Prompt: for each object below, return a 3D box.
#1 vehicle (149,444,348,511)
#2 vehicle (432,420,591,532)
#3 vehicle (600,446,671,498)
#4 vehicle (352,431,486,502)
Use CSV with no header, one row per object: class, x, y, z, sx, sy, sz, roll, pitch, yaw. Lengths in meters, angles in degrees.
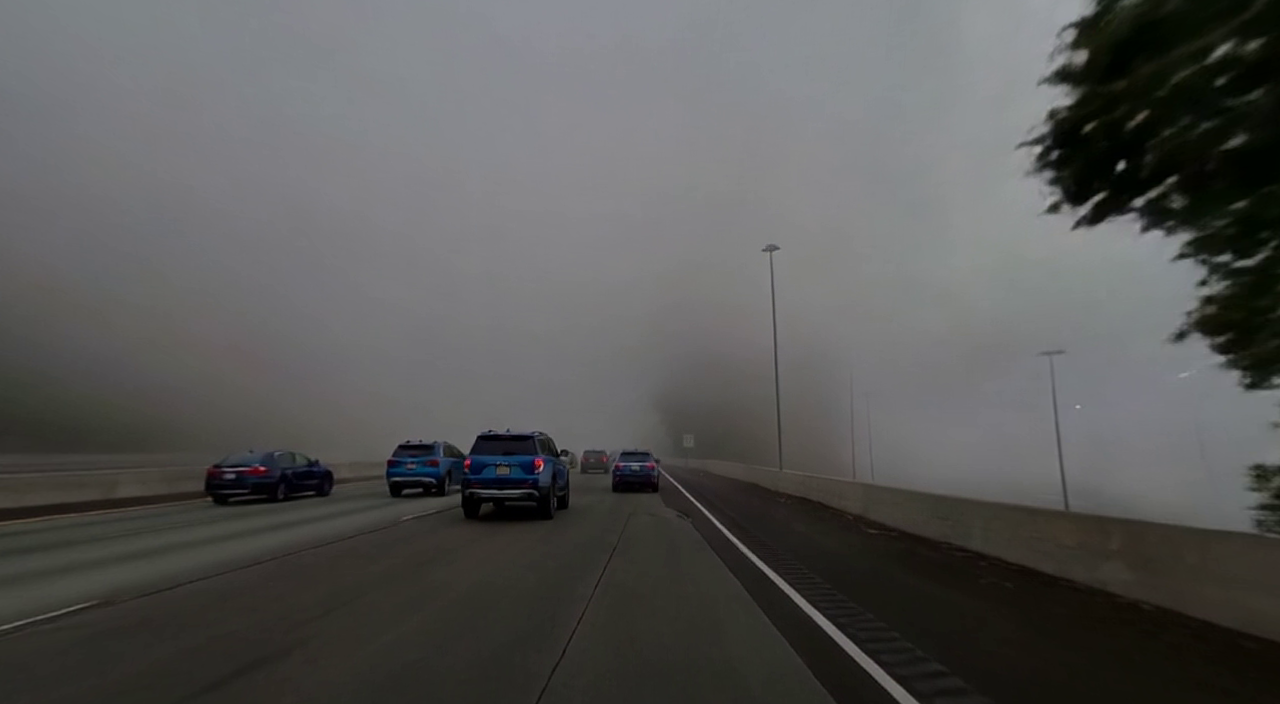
vehicle,-9.872,3.172,16.457,2.126,1.480,4.589,0,-9,2
vehicle,-2.264,2.347,12.413,2.123,1.798,4.108,0,-9,2
vehicle,-0.112,3.797,20.370,2.068,1.488,4.045,0,-9,1
vehicle,-6.350,3.352,18.813,2.162,1.823,4.566,0,-9,2
